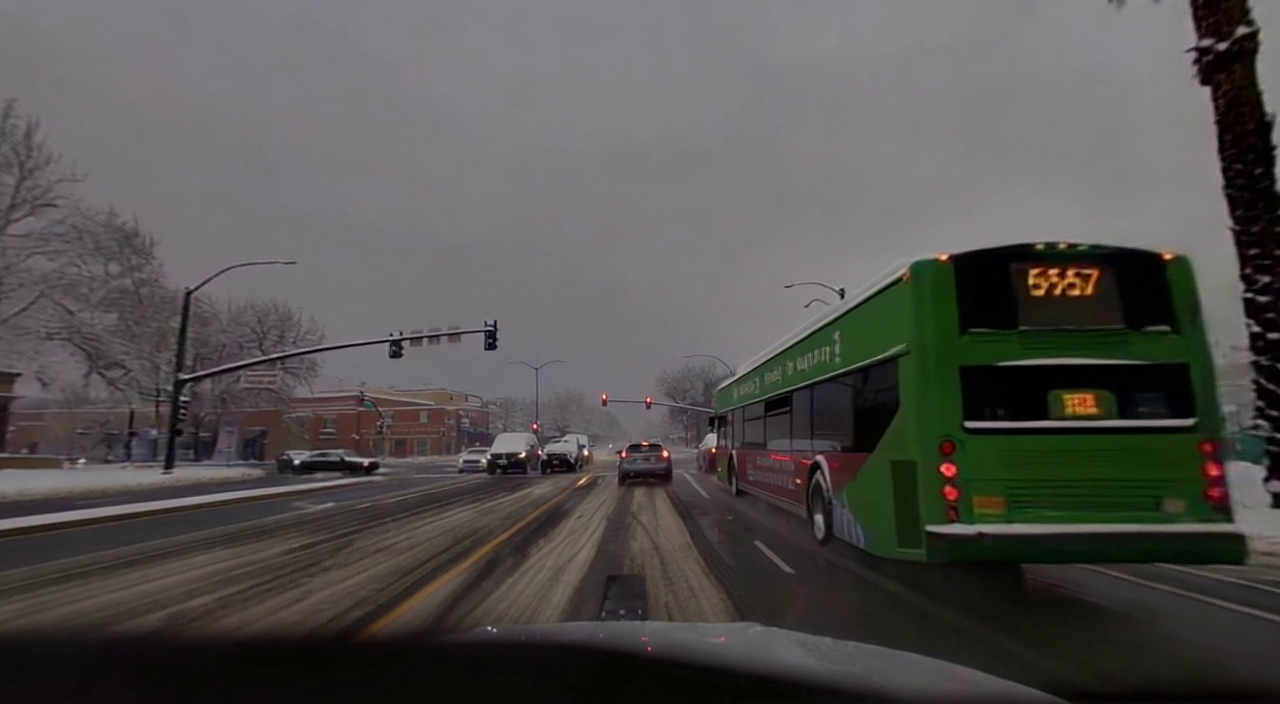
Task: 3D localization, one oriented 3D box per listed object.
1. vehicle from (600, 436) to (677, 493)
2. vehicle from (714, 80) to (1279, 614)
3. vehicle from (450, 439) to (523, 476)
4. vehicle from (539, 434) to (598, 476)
[{"bbox_3d":[-0.018,3.283,18.740,2.060,1.499,3.831,0,-9,1],"label":"vehicle"},{"bbox_3d":[3.577,0.855,11.429,2.970,4.015,13.606,0,-9,1],"label":"vehicle"},{"bbox_3d":[-6.794,4.718,28.532,1.927,1.480,4.832,0,-9,2],"label":"vehicle"},{"bbox_3d":[-3.142,4.626,28.634,2.020,1.721,4.366,0,-9,2],"label":"vehicle"}]
